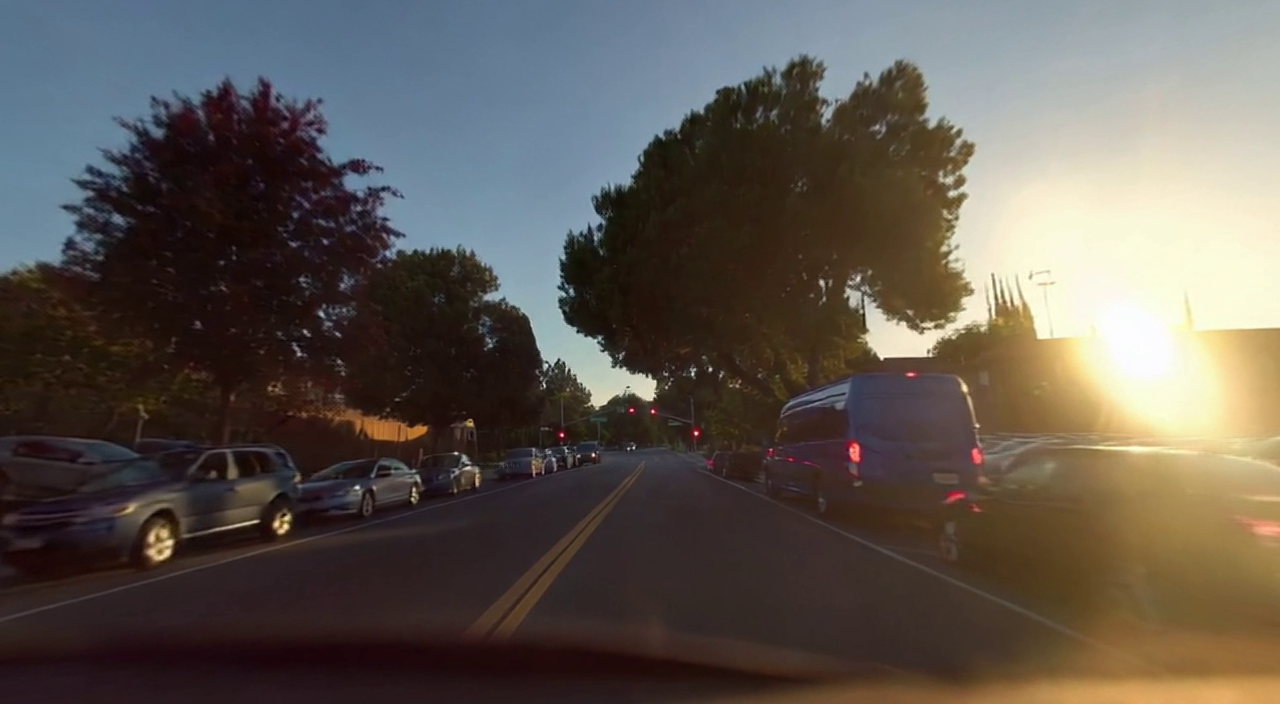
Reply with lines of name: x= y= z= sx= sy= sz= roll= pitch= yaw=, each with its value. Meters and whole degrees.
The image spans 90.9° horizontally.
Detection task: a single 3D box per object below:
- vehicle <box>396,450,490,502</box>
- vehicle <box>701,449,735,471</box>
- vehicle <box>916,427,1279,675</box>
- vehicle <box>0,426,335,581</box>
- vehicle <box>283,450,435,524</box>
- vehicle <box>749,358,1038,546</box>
vehicle: x=-6.576 y=4.141 z=21.512 sx=1.832 sy=1.439 sz=4.337 roll=-2 pitch=-8 yaw=0
vehicle: x=5.313 y=7.386 z=43.321 sx=1.849 sy=1.415 sz=4.181 roll=-1 pitch=-9 yaw=1
vehicle: x=4.452 y=1.537 z=6.029 sx=1.764 sy=1.494 sz=4.248 roll=-1 pitch=-9 yaw=1
vehicle: x=-6.988 y=2.108 z=9.702 sx=1.984 sy=1.745 sz=4.866 roll=-1 pitch=-9 yaw=2
vehicle: x=-6.793 y=3.259 z=15.845 sx=1.718 sy=1.435 sz=4.370 roll=-3 pitch=-8 yaw=2
vehicle: x=4.524 y=2.074 z=13.259 sx=3.089 sy=2.882 sz=6.770 roll=-1 pitch=-9 yaw=-1
